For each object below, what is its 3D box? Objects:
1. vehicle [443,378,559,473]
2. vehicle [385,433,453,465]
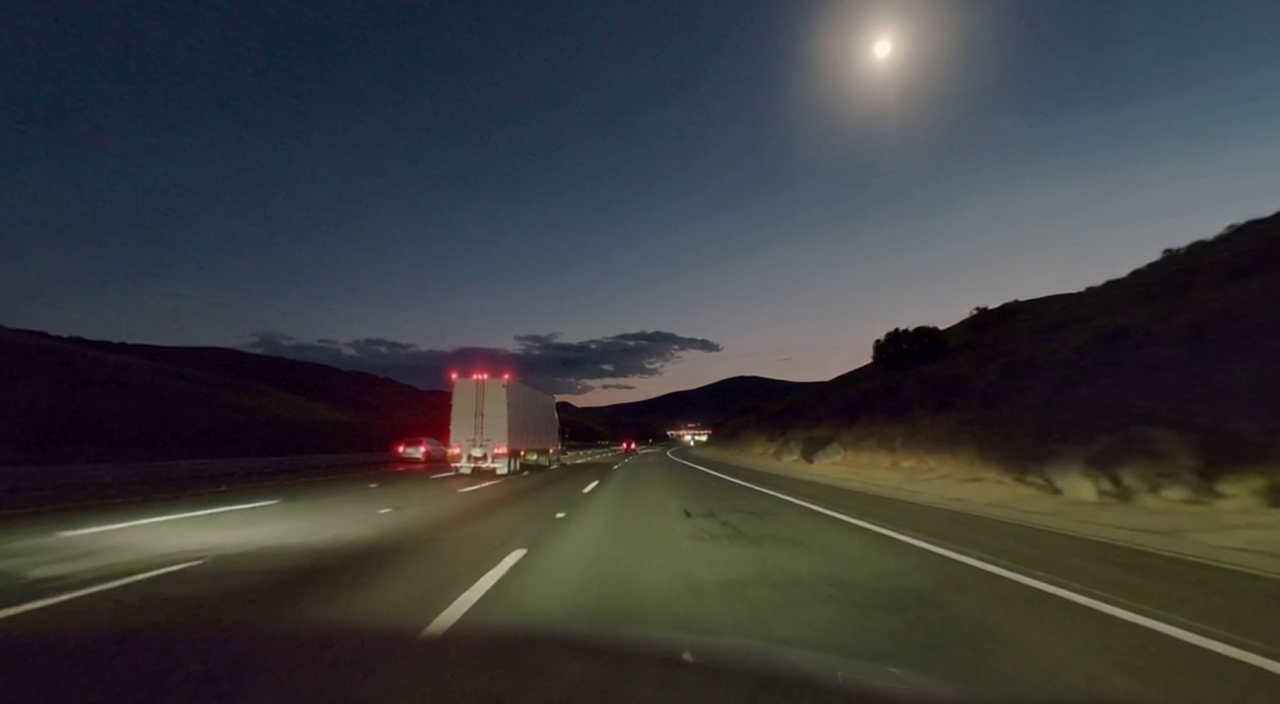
[{"bbox_3d":[-6.332,3.774,31.040,2.981,3.860,11.022,0,-8,1],"label":"vehicle"},{"bbox_3d":[-13.783,6.098,39.563,2.130,1.828,5.523,0,-8,1],"label":"vehicle"}]
